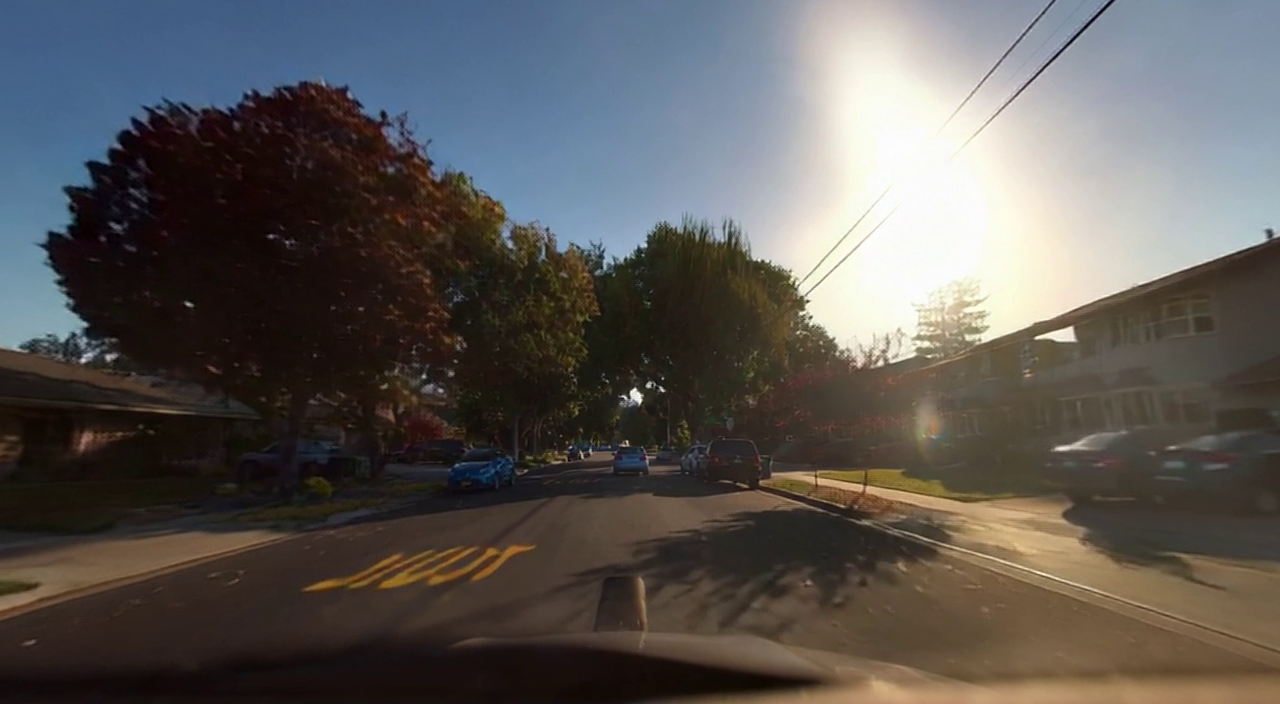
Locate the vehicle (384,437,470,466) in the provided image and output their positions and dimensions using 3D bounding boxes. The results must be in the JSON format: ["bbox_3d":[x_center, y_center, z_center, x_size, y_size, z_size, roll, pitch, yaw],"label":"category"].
[{"bbox_3d":[-13.609,6.401,40.634,4.836,1.831,1.982,0,-9,-2],"label":"vehicle"}]

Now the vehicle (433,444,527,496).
[{"bbox_3d":[-5.465,4.050,22.148,1.984,1.498,4.508,-3,-8,2],"label":"vehicle"}]

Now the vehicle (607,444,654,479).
[{"bbox_3d":[-0.433,4.895,28.562,2.000,1.449,4.006,0,-8,-1],"label":"vehicle"}]

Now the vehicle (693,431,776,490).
[{"bbox_3d":[3.414,4.054,23.982,2.221,1.960,4.927,0,-9,-2],"label":"vehicle"}]

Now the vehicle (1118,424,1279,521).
[{"bbox_3d":[11.505,2.080,11.431,4.157,1.520,1.938,-1,-8,-4],"label":"vehicle"}]

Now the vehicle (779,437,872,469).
[{"bbox_3d":[10.729,5.853,36.833,4.730,1.504,1.894,-3,-8,0],"label":"vehicle"}]
